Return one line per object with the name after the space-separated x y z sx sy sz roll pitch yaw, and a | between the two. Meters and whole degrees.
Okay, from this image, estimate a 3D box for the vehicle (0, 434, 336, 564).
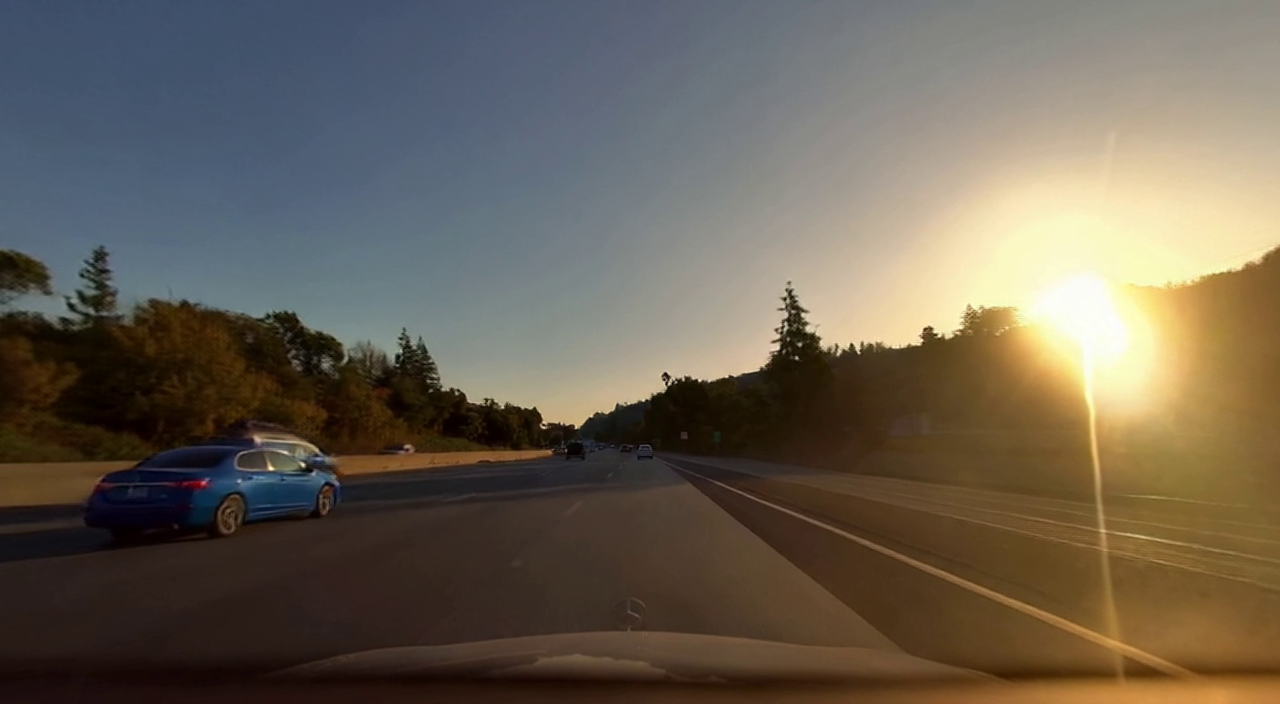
-6.882 2.060 9.752 1.981 1.486 4.735 0 -8 0 | vehicle
